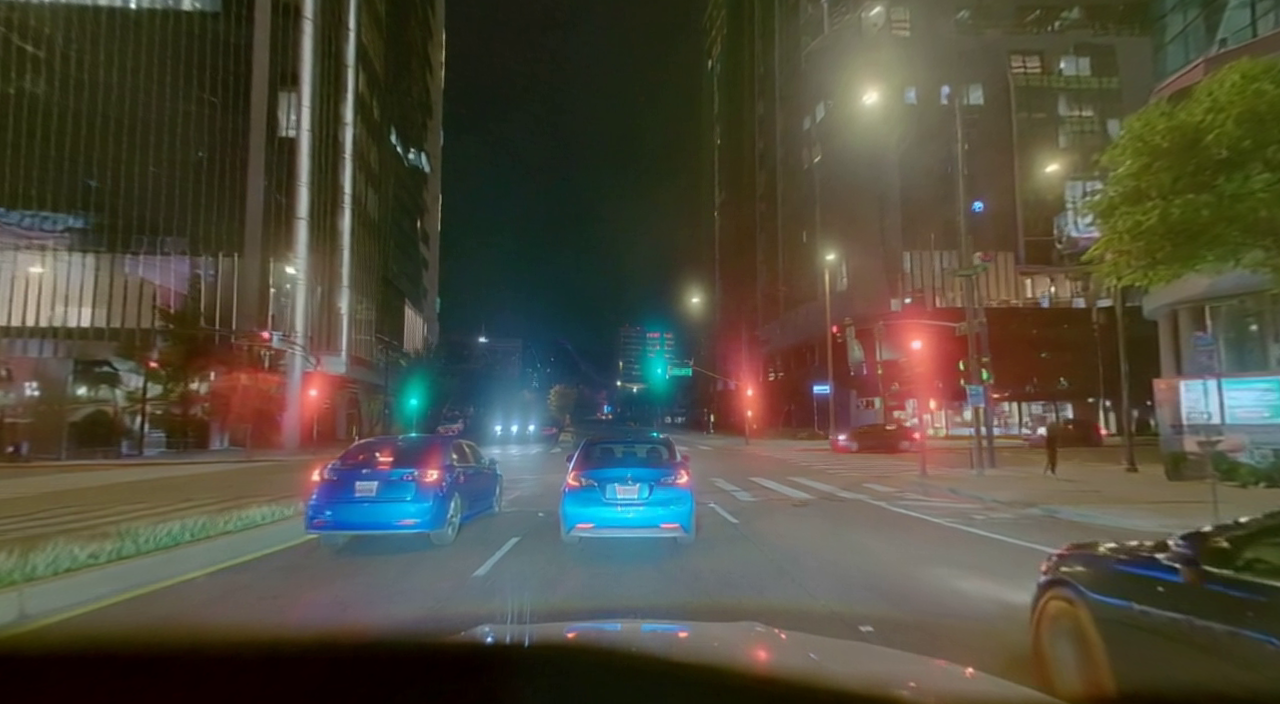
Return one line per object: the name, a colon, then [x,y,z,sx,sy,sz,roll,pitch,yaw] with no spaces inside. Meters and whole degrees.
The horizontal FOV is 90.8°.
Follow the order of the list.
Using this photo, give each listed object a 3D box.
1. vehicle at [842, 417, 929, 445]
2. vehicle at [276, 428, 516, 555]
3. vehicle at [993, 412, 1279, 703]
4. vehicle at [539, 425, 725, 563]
vehicle: [17.195,5.621,44.479,5.201,1.894,2.178,1,-8,-5]
vehicle: [-3.328,1.986,9.814,1.995,1.479,4.627,0,-8,-2]
vehicle: [3.048,0.835,1.481,1.915,1.434,4.175,0,-8,-2]
vehicle: [-0.154,1.826,8.842,2.016,1.478,3.795,0,-8,-2]
